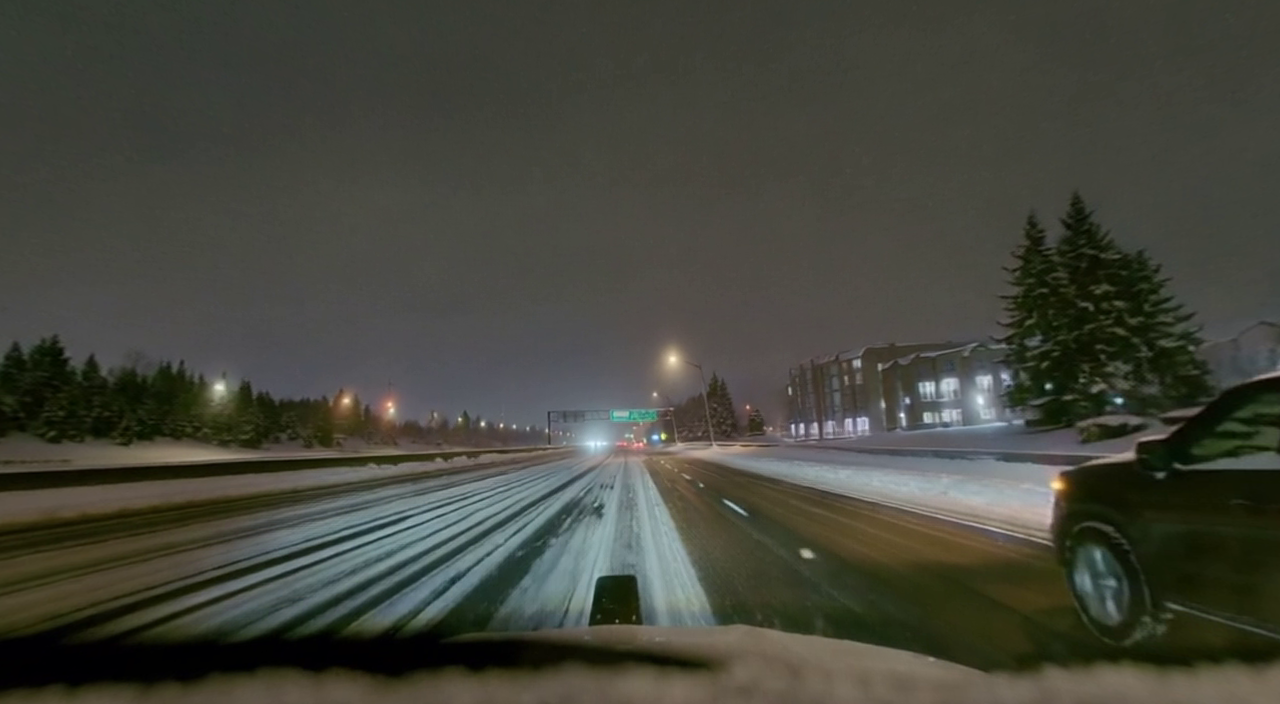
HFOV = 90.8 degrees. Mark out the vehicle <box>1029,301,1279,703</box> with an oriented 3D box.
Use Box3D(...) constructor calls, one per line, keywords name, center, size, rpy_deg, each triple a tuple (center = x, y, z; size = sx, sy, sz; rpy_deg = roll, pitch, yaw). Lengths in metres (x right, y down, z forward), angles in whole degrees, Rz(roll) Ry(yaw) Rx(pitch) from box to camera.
Box3D(name="vehicle", center=(3.688, 0.527, 1.531), size=(2.212, 1.753, 5.064), rpy_deg=(0, -9, -1))
